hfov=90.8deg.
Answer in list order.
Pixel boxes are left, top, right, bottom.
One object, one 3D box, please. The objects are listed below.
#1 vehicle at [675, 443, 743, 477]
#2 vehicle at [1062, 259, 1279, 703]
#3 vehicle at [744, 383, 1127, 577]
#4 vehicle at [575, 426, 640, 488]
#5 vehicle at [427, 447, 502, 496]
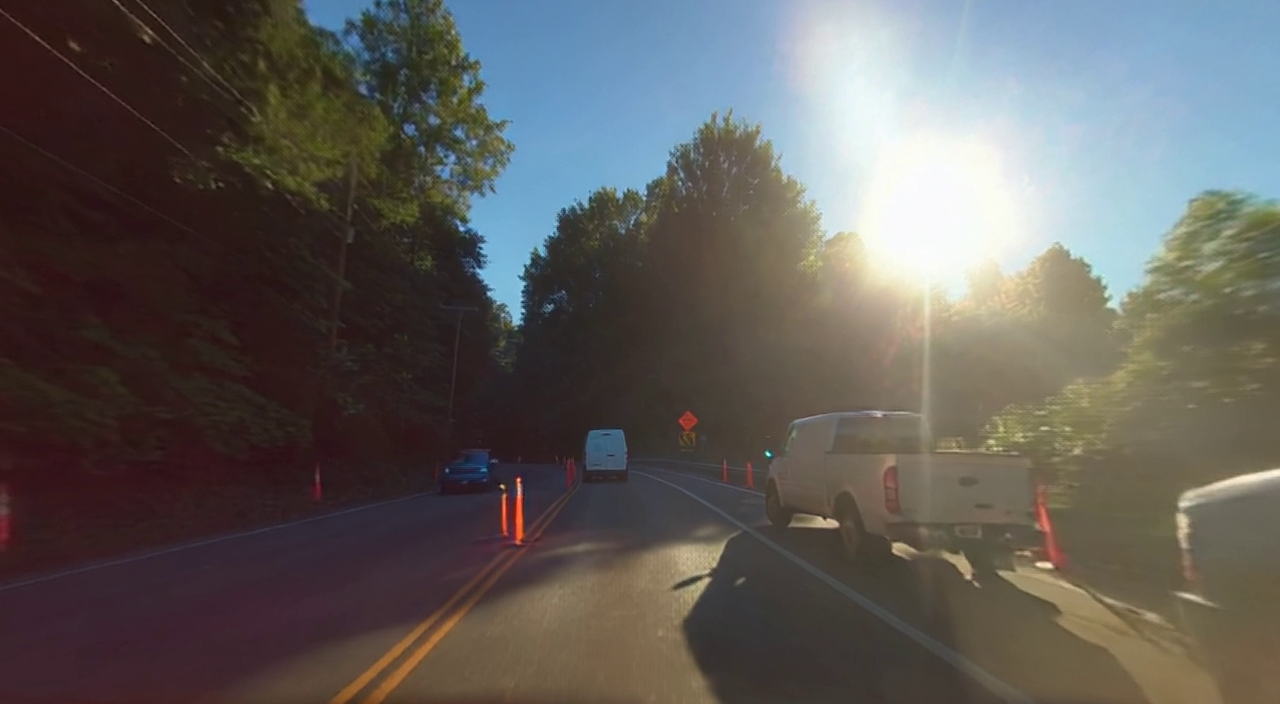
[{"bbox_3d":[2.907,4.686,27.500,2.277,1.299,3.889,-1,-9,-3],"label":"vehicle"},{"bbox_3d":[4.186,0.361,0.801,2.613,2.153,6.713,0,-9,0],"label":"vehicle"},{"bbox_3d":[3.559,1.816,9.874,2.415,1.932,6.910,1,-9,-2],"label":"vehicle"},{"bbox_3d":[-1.441,4.251,25.765,2.362,2.247,4.892,1,-9,-6],"label":"vehicle"},{"bbox_3d":[-6.778,4.628,24.859,1.992,1.712,4.504,1,-9,-5],"label":"vehicle"}]
